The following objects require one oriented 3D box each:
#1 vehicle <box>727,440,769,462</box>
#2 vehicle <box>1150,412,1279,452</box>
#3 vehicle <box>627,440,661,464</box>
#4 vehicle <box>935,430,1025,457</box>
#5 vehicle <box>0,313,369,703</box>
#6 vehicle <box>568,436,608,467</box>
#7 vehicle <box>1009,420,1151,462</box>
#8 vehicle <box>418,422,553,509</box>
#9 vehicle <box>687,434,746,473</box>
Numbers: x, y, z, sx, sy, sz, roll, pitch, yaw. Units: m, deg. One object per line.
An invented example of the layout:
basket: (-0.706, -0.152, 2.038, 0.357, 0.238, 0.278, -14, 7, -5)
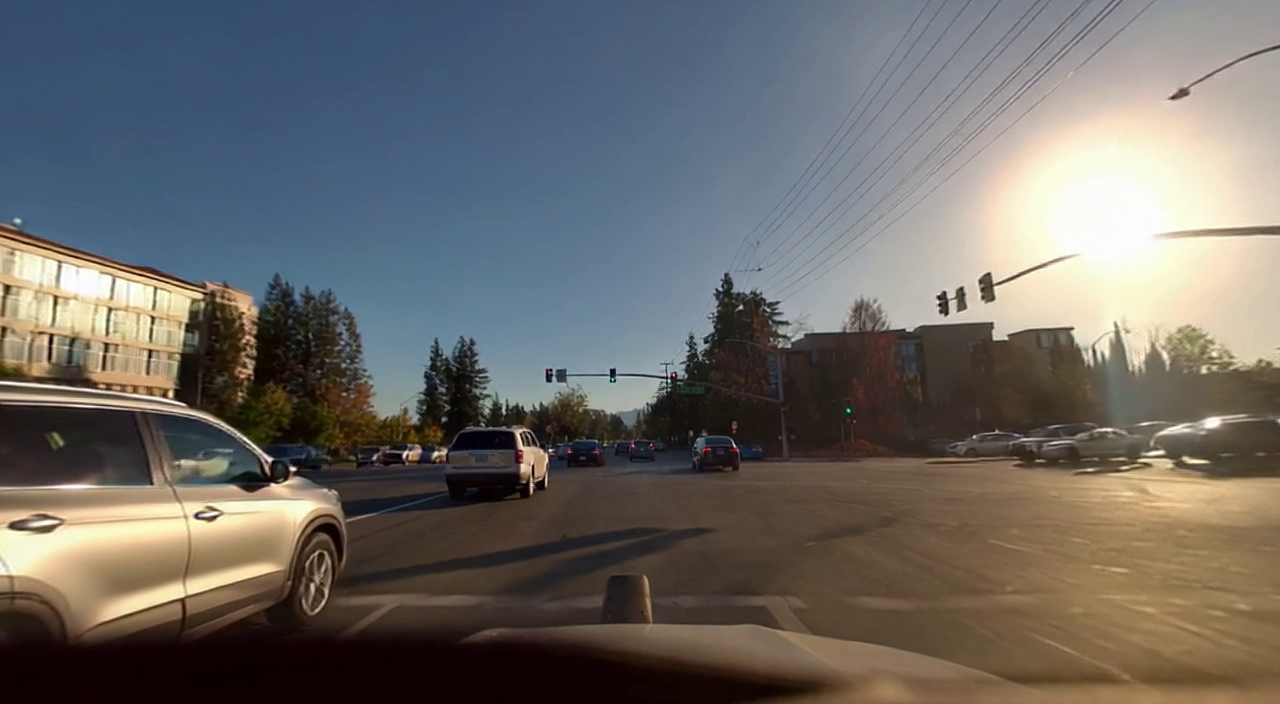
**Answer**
vehicle: (8.457, 7.788, 49.709, 1.928, 1.591, 4.436, 1, -9, -8)
vehicle: (26.206, 3.631, 28.501, 4.439, 1.748, 2.037, 0, -9, 1)
vehicle: (0.284, 6.766, 42.905, 2.185, 1.515, 4.215, 0, -8, 1)
vehicle: (20.270, 5.470, 37.706, 4.119, 1.574, 2.028, 0, -9, 1)
vehicle: (-3.349, 0.854, 2.978, 2.127, 1.754, 4.287, 0, -8, 1)
vehicle: (-2.944, 5.779, 36.667, 1.900, 1.677, 4.128, 0, -8, 1)
vehicle: (19.683, 4.006, 28.343, 5.033, 1.802, 1.928, 1, -9, -5)
vehicle: (-3.425, 2.619, 14.933, 1.958, 1.744, 4.315, 0, -8, 2)
vehicle: (3.578, 4.870, 30.409, 2.201, 1.734, 4.564, 0, -8, -1)
